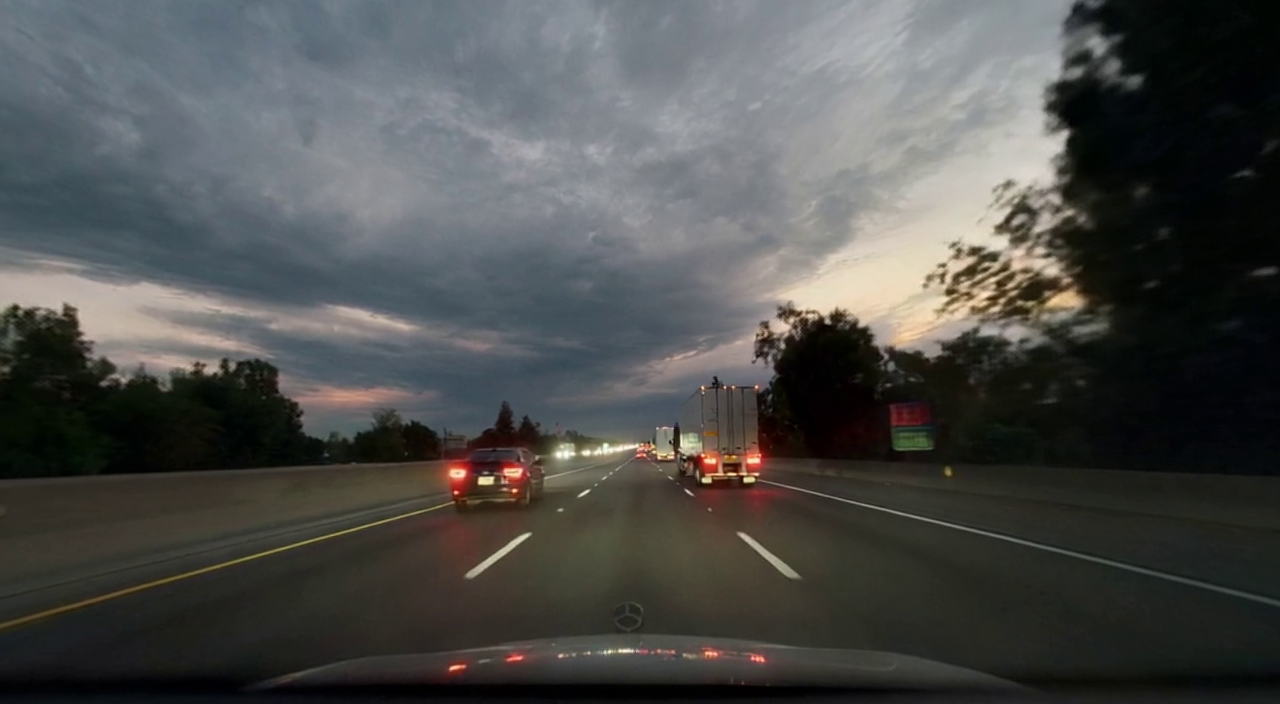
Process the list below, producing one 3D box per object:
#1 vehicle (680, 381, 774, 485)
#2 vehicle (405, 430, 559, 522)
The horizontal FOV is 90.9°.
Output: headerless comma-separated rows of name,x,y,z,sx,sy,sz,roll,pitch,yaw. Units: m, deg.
vehicle,4.037,4.441,33.241,2.826,4.269,14.176,0,-9,0
vehicle,-3.454,2.838,14.957,2.291,1.788,4.825,0,-9,1
